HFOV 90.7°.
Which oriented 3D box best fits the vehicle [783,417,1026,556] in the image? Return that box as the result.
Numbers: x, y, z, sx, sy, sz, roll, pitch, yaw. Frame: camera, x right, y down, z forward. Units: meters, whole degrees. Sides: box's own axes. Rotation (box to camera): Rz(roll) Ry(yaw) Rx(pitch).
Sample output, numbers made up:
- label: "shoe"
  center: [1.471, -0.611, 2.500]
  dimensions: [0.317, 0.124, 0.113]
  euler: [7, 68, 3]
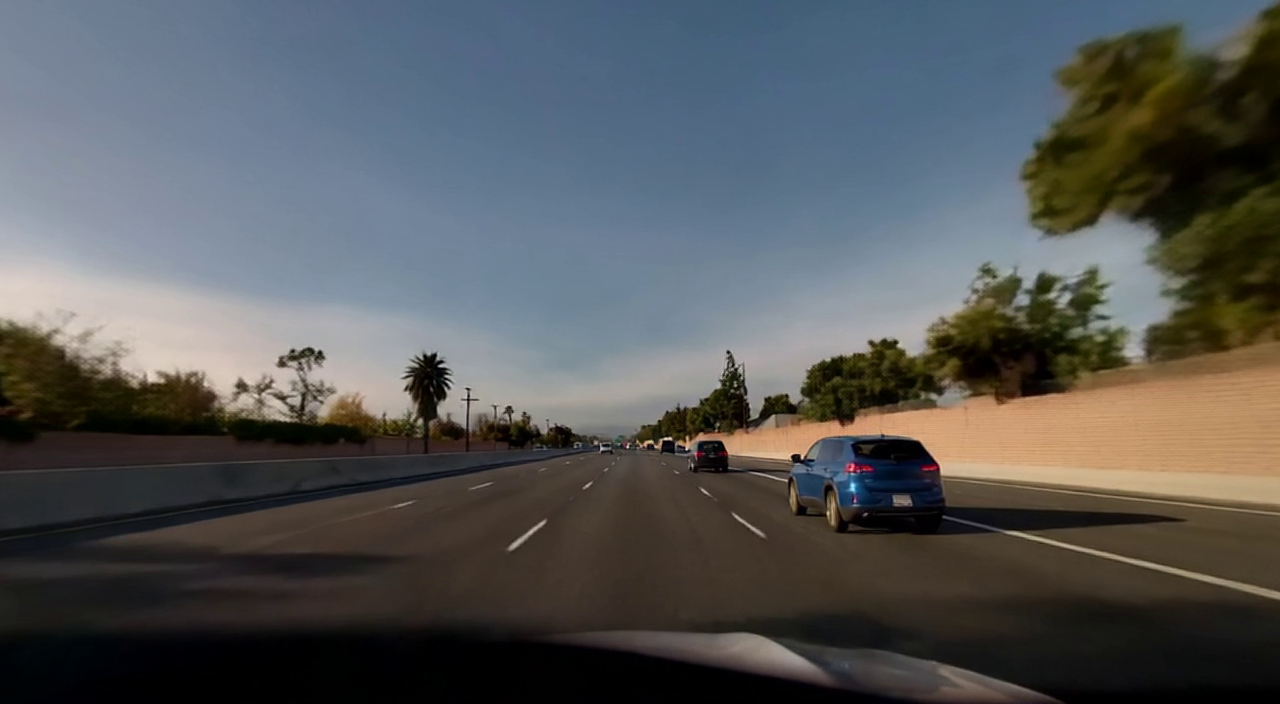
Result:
- label: "vehicle"
  center: [3.752, 1.978, 9.964]
  dimensions: [1.910, 1.696, 4.187]
  euler: [0, -9, -1]

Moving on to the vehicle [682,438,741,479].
- label: "vehicle"
  center: [3.113, 4.743, 28.345]
  dimensions: [2.045, 1.688, 4.313]
  euler: [0, -9, -1]
